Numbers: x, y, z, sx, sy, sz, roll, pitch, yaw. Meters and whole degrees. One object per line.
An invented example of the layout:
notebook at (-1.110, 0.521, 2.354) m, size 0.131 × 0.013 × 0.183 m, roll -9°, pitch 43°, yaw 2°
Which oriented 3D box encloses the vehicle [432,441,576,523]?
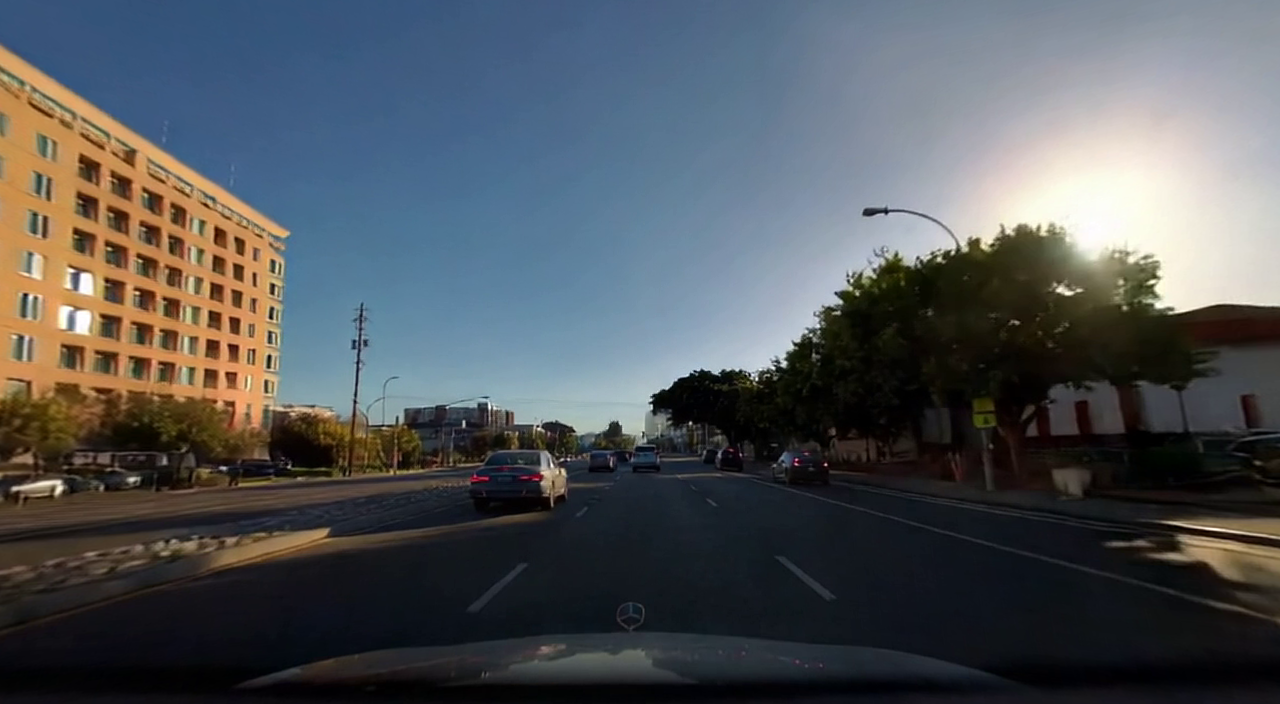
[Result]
vehicle at (-2.735, 2.744, 13.868) m, size 2.095 × 1.486 × 4.411 m, roll 0°, pitch -9°, yaw 1°

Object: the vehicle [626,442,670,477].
vehicle at (0.448, 5.916, 34.926) m, size 2.304 × 1.795 × 4.526 m, roll 0°, pitch -9°, yaw 1°

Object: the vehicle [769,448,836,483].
vehicle at (7.274, 5.113, 28.714) m, size 1.884 × 1.458 × 4.245 m, roll 0°, pitch -9°, yaw 0°

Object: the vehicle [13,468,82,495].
vehicle at (-39.800, 8.694, 42.484) m, size 1.802 × 1.530 × 4.596 m, roll 4°, pitch -9°, yaw -23°

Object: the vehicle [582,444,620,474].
vehicle at (-2.485, 7.016, 41.586) m, size 2.117 × 1.799 × 4.442 m, roll 0°, pitch -9°, yaw 1°
